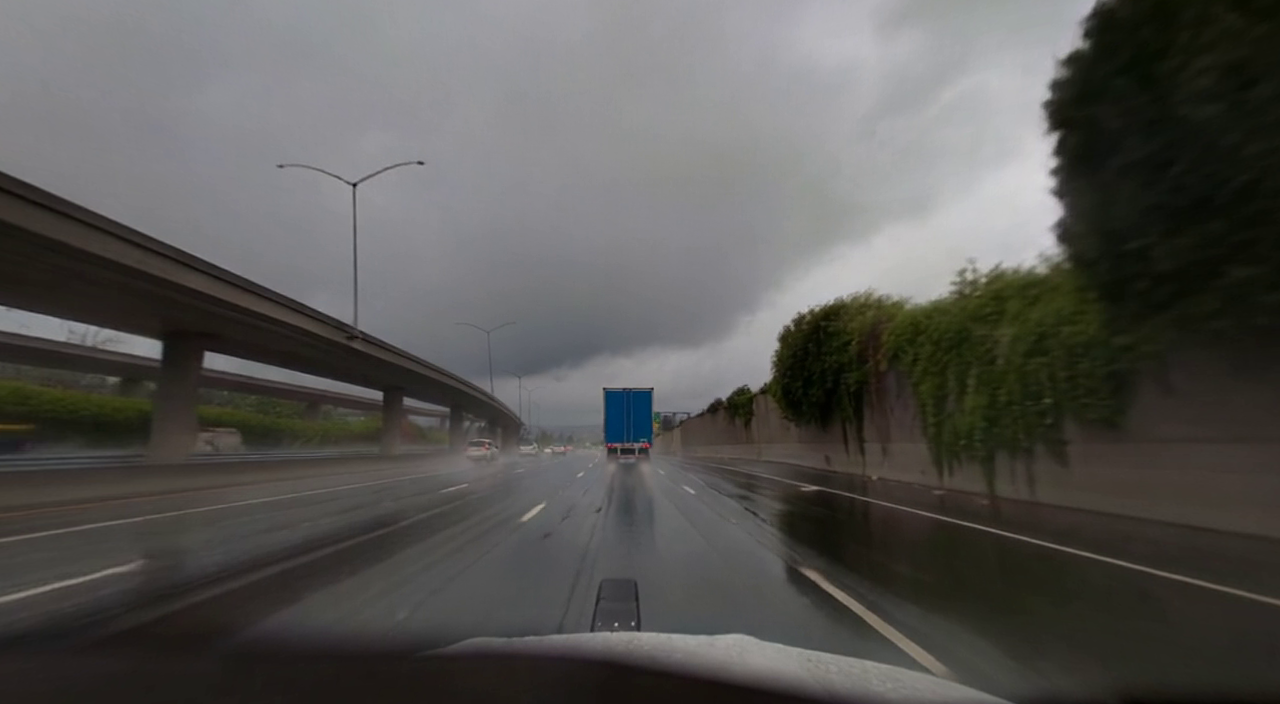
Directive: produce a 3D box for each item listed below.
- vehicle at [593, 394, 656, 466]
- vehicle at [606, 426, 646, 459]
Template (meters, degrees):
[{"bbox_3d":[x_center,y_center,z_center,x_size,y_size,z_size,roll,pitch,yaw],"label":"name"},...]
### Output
[{"bbox_3d":[-1.025,4.878,37.980,3.233,3.678,11.032,0,-9,-2],"label":"vehicle"},{"bbox_3d":[-0.801,5.006,34.838,2.052,1.666,4.358,0,-8,-3],"label":"vehicle"}]
